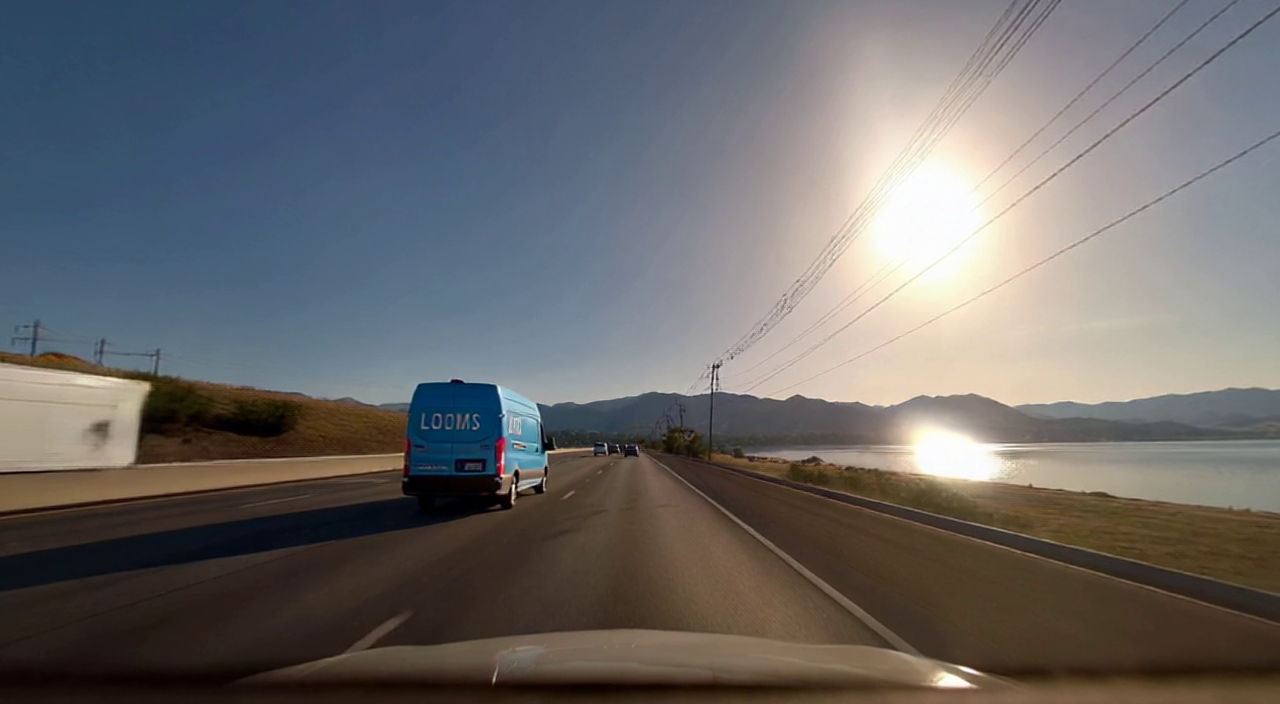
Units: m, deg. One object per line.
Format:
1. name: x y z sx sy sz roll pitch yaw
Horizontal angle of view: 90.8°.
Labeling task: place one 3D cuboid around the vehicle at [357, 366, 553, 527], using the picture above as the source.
1. vehicle: -3.611 2.096 14.179 2.331 2.757 6.581 0 -8 1

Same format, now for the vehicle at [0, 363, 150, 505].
1. vehicle: -17.614 1.744 13.824 3.014 3.530 13.679 0 -9 -1
